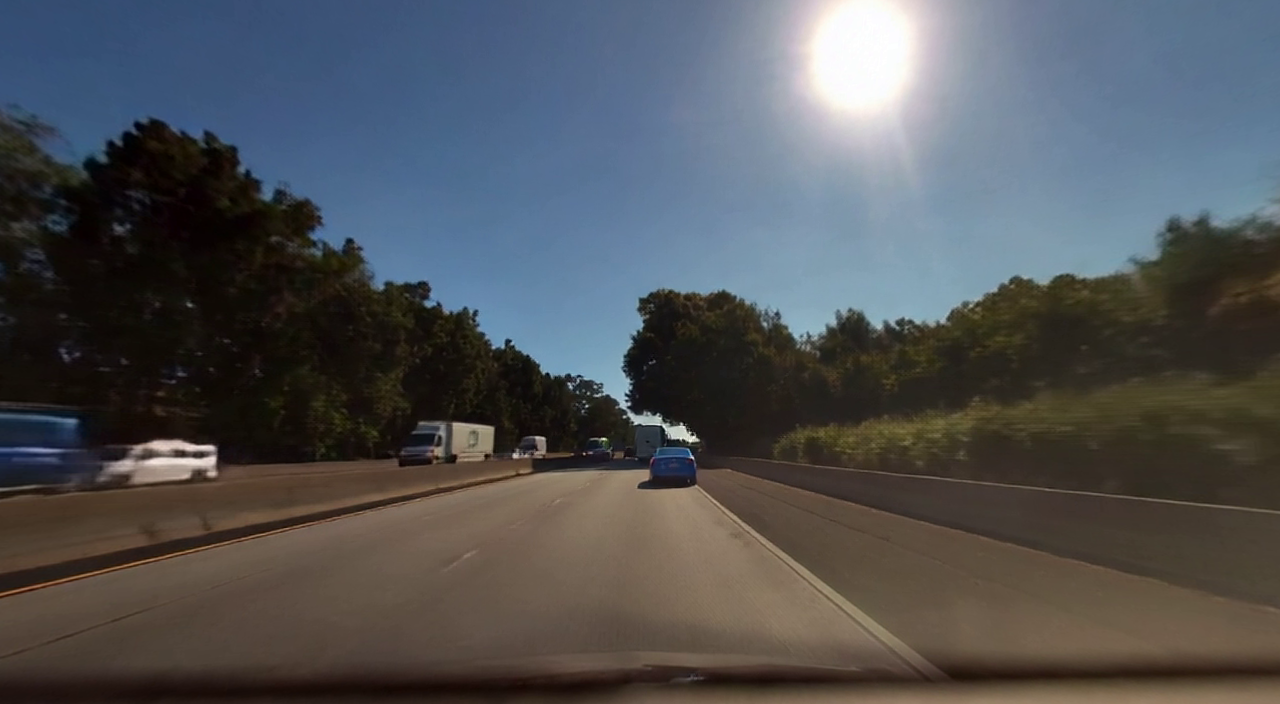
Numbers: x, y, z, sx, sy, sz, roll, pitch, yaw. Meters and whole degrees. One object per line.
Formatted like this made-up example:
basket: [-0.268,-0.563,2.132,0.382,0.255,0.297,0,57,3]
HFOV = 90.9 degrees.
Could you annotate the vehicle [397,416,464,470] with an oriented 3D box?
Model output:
vehicle: [-16.357,7.216,49.612,2.956,3.936,6.173,0,-9,1]

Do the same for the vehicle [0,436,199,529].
vehicle: [-12.509,2.806,14.123,2.072,1.742,4.275,0,-9,1]

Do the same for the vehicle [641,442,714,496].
vehicle: [1.050,3.556,19.482,2.012,1.485,3.649,0,-9,0]
